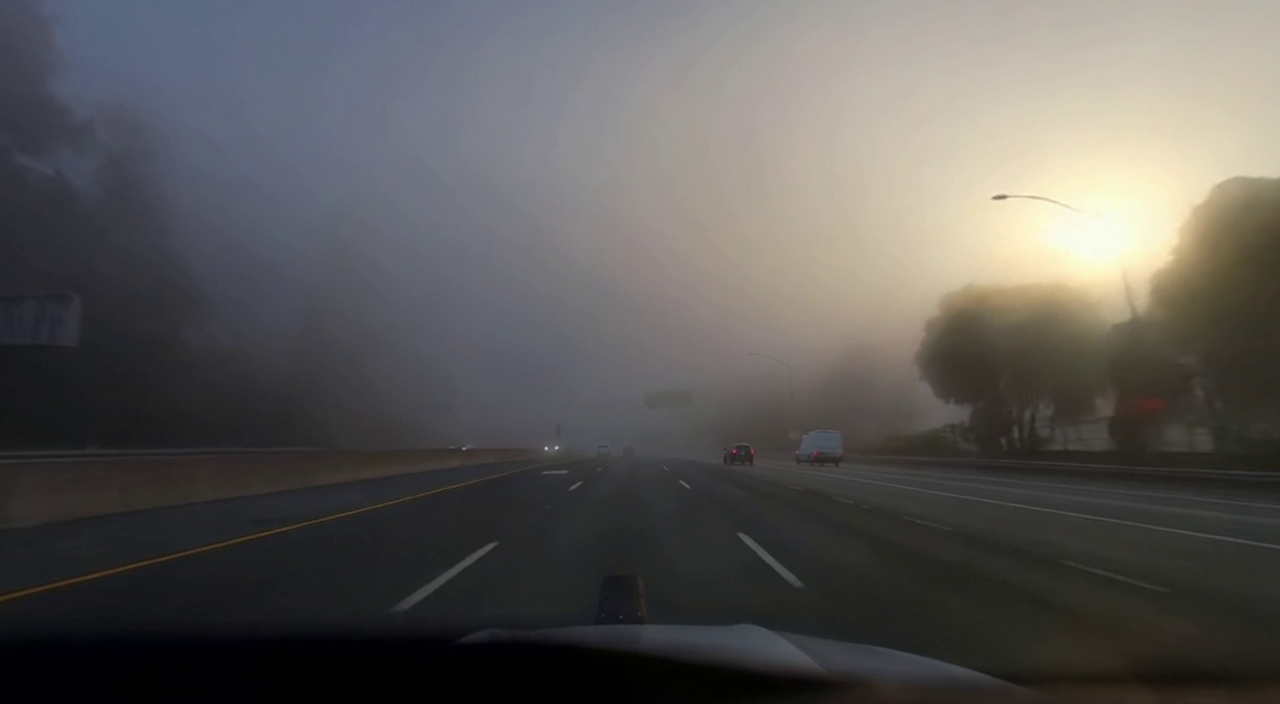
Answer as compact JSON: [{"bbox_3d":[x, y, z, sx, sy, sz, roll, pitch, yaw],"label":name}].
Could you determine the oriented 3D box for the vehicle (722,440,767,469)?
[{"bbox_3d":[6.503,6.424,39.705,2.081,1.705,3.926,0,-9,-1],"label":"vehicle"}]
